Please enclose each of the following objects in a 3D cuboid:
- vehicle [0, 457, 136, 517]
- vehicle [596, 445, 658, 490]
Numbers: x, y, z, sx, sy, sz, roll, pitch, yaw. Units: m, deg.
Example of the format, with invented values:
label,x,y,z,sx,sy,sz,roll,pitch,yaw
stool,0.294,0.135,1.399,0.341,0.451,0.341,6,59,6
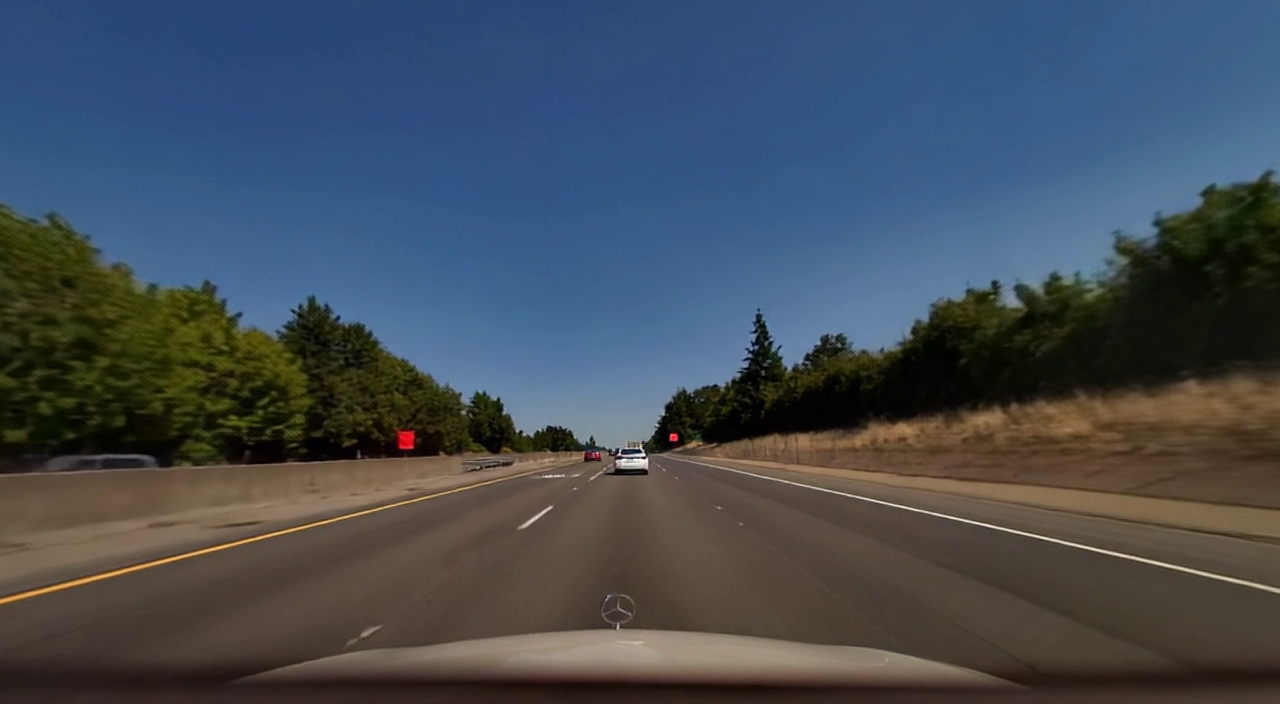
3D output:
label,x,y,z,sx,sy,sz,roll,pitch,yaw
vehicle,-17.170,3.760,17.819,1.893,1.464,4.526,-1,-9,0
vehicle,-0.461,4.204,23.140,2.066,1.490,3.759,-1,-9,-1
